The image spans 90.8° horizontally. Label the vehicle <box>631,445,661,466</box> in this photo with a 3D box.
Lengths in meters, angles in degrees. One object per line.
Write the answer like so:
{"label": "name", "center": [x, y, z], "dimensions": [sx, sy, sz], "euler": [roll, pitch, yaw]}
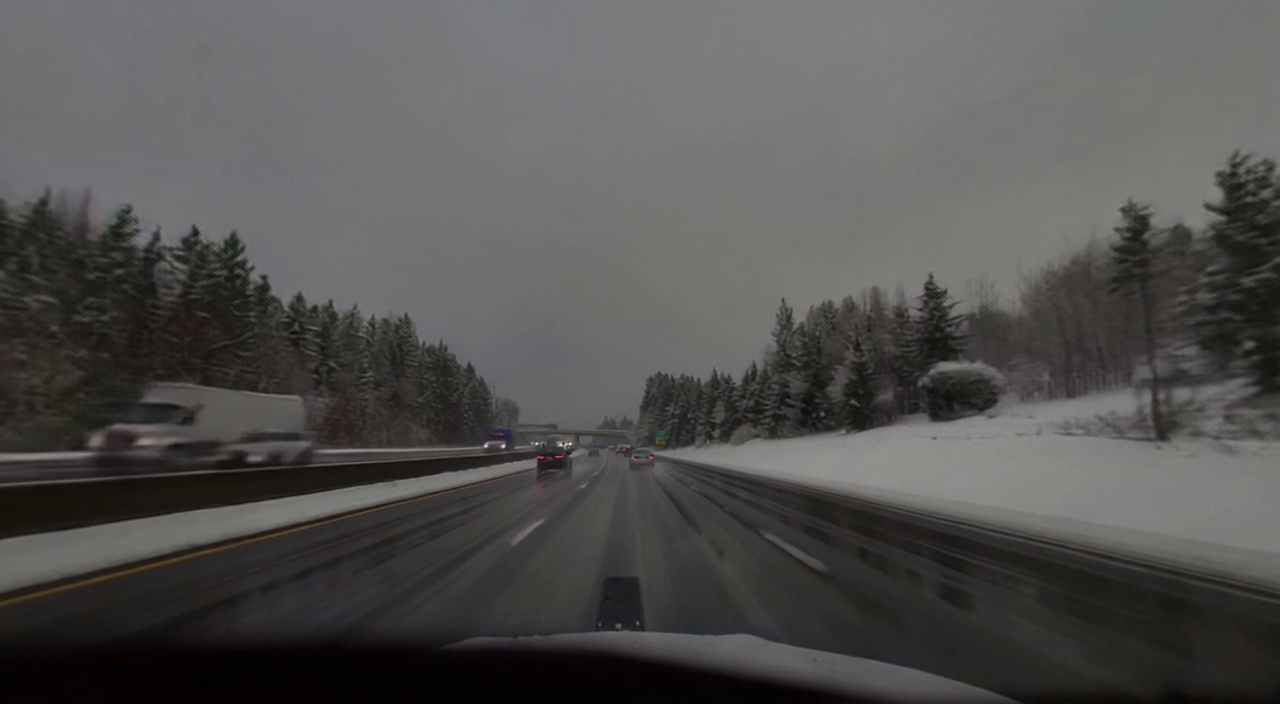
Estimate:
{"label": "vehicle", "center": [0.390, 7.511, 45.883], "dimensions": [2.008, 1.499, 3.192], "euler": [0, -9, -3]}

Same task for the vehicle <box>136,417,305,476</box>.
{"label": "vehicle", "center": [-12.568, 2.908, 19.378], "dimensions": [1.988, 1.578, 4.686], "euler": [0, -9, -1]}

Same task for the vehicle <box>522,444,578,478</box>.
{"label": "vehicle", "center": [-4.201, 5.146, 30.111], "dimensions": [2.054, 1.500, 4.469], "euler": [0, -9, -1]}

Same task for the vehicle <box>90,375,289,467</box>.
{"label": "vehicle", "center": [-17.552, 2.922, 25.379], "dimensions": [2.562, 3.155, 7.175], "euler": [0, -9, 0]}
